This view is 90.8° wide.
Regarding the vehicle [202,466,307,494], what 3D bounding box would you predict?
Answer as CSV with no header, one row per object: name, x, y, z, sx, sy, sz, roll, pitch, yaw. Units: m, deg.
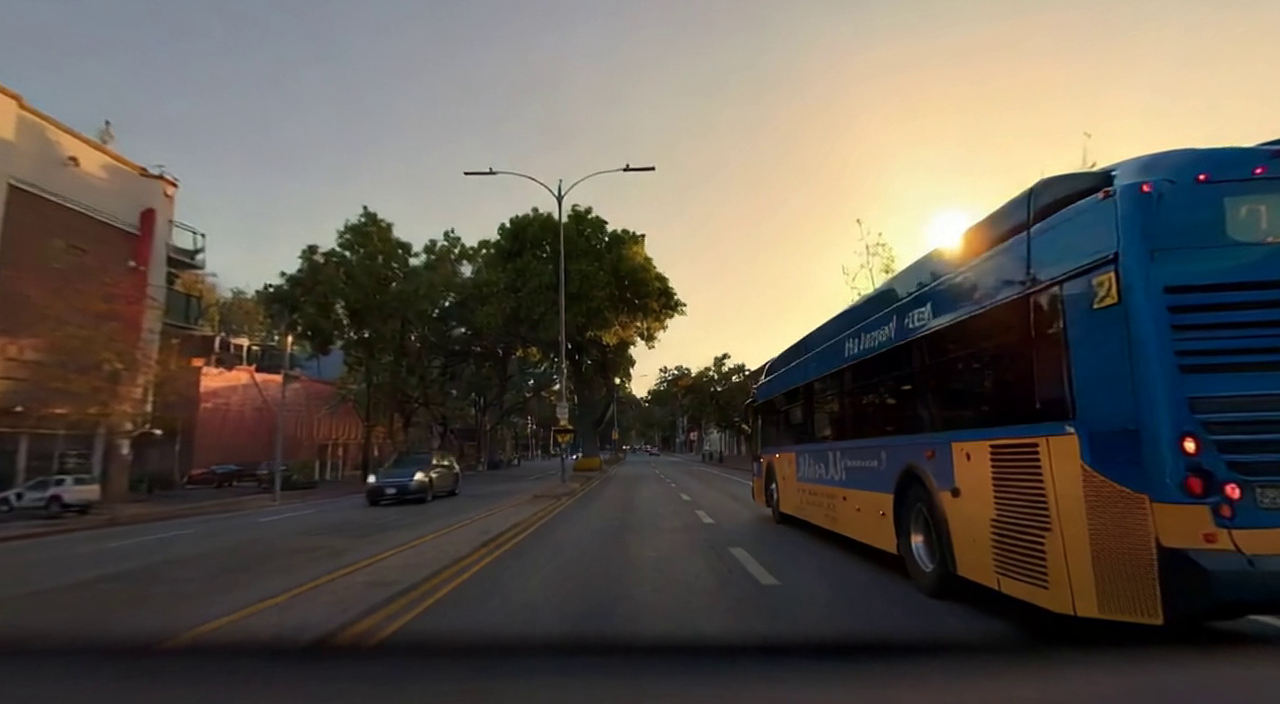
vehicle,-21.958,7.289,36.129,4.708,1.488,1.868,0,-9,-1

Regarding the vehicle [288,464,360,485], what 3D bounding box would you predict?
vehicle,-23.216,9.002,46.494,4.290,1.506,1.829,0,-9,1

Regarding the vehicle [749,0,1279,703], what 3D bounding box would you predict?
vehicle,3.913,0.679,6.598,3.194,3.345,12.428,0,-8,-1

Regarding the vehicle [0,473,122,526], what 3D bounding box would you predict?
vehicle,-19.527,4.647,20.087,4.409,1.508,1.803,0,-9,-2

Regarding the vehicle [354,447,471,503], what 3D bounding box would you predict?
vehicle,-8.417,4.576,24.151,2.315,1.841,5.648,0,-8,1
